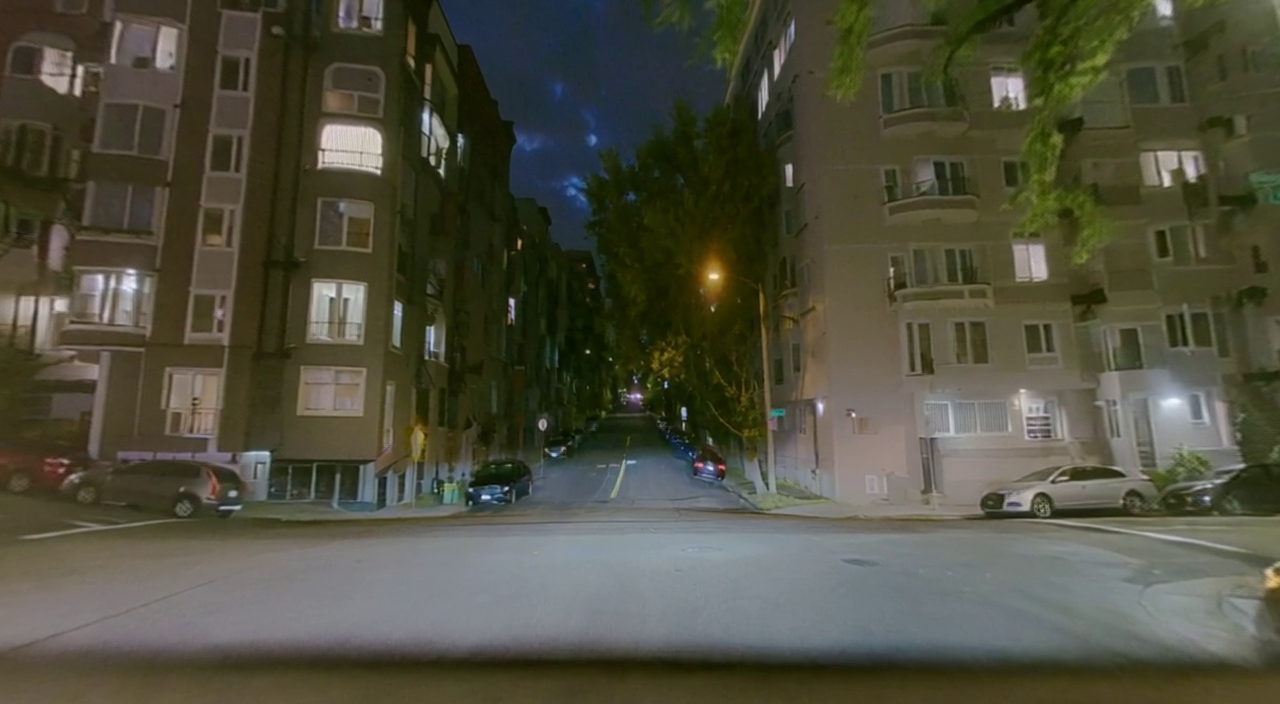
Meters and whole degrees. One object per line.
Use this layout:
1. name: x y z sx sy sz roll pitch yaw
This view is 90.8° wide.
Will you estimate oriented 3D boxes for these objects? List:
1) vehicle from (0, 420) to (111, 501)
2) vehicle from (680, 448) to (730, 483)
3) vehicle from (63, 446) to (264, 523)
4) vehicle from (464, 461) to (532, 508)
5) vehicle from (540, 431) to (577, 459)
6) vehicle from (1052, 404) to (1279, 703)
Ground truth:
1. vehicle: -19.131 3.081 18.802 4.665 1.866 2.002 9 -9 -1
2. vehicle: 3.421 6.061 34.184 2.051 1.526 4.673 0 -6 -2
3. vehicle: -13.982 3.925 18.743 4.243 1.676 1.844 6 -12 1
4. vehicle: -5.859 5.500 26.571 1.987 1.662 4.141 -2 -9 -1
5. vehicle: -6.166 7.058 48.256 2.101 1.732 4.119 -3 -5 3
6. vehicle: 3.352 0.769 0.919 2.064 1.548 5.186 0 -8 1
